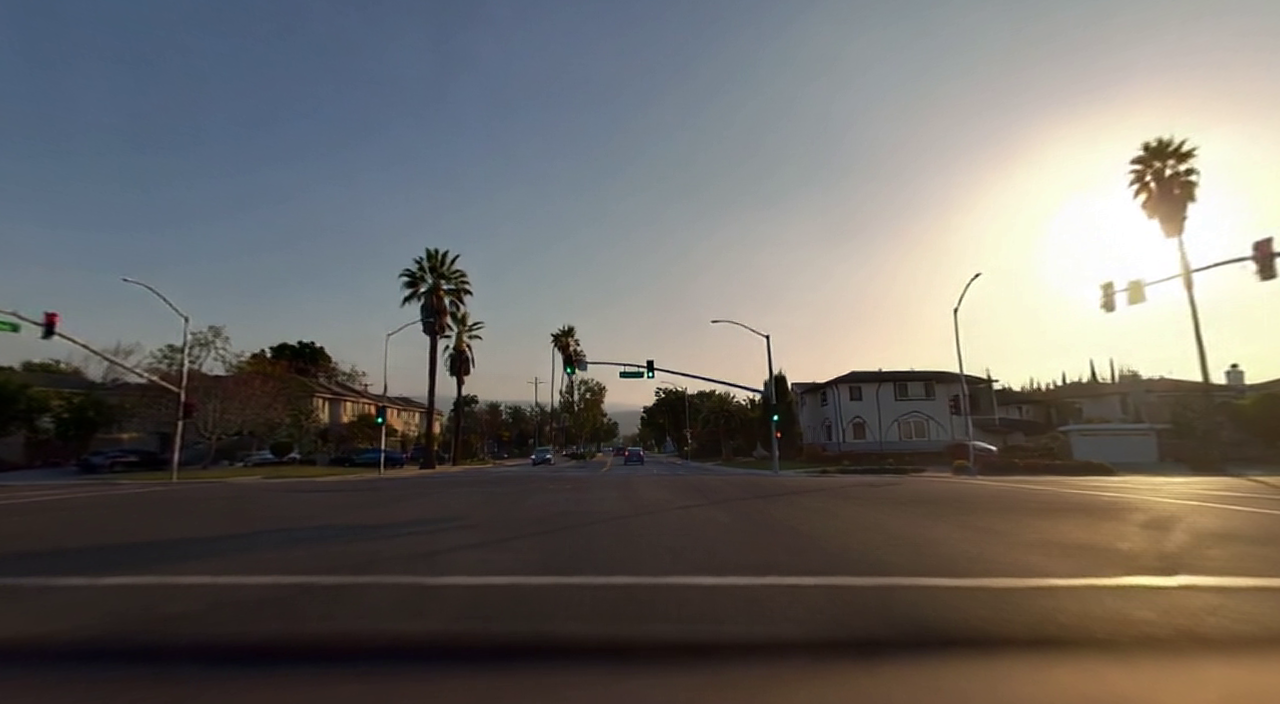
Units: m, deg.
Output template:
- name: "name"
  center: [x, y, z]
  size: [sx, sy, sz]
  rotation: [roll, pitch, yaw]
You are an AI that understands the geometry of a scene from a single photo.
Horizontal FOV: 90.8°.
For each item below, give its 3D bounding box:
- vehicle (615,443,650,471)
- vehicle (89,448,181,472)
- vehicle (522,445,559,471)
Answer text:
- name: "vehicle"
  center: [-0.580, 7.376, 44.652]
  size: [2.248, 1.833, 4.798]
  rotation: [0, -8, -3]
- name: "vehicle"
  center: [-35.535, 7.575, 44.551]
  size: [4.887, 1.546, 1.807]
  rotation: [7, -11, -40]
- name: "vehicle"
  center: [-6.832, 7.298, 43.599]
  size: [1.983, 1.684, 3.938]
  rotation: [0, -8, -1]
